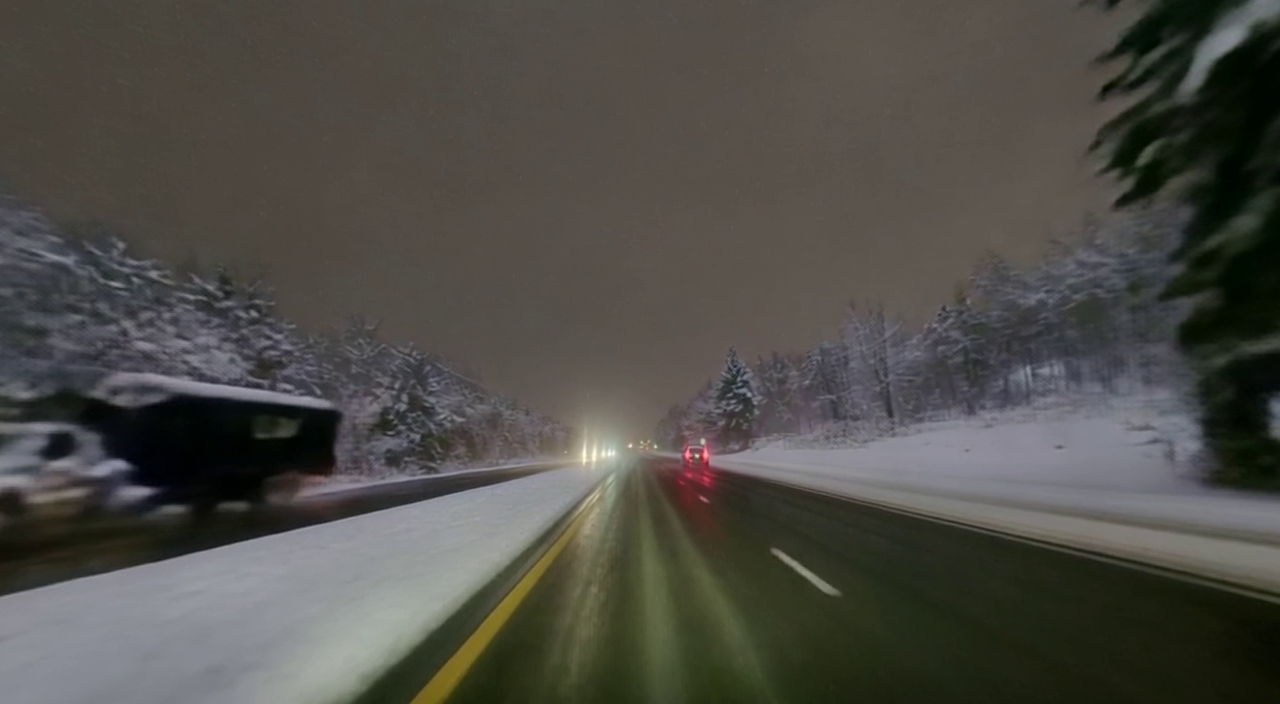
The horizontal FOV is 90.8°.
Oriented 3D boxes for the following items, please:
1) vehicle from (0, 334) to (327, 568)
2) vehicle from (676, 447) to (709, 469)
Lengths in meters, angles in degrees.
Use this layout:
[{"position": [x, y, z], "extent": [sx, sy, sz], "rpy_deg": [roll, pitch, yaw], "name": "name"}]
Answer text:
[{"position": [-12.785, 2.392, 15.179], "extent": [3.267, 4.040, 13.923], "rpy_deg": [0, -9, 0], "name": "vehicle"}, {"position": [3.931, 7.962, 47.595], "extent": [2.013, 1.584, 3.995], "rpy_deg": [0, -9, -1], "name": "vehicle"}]
